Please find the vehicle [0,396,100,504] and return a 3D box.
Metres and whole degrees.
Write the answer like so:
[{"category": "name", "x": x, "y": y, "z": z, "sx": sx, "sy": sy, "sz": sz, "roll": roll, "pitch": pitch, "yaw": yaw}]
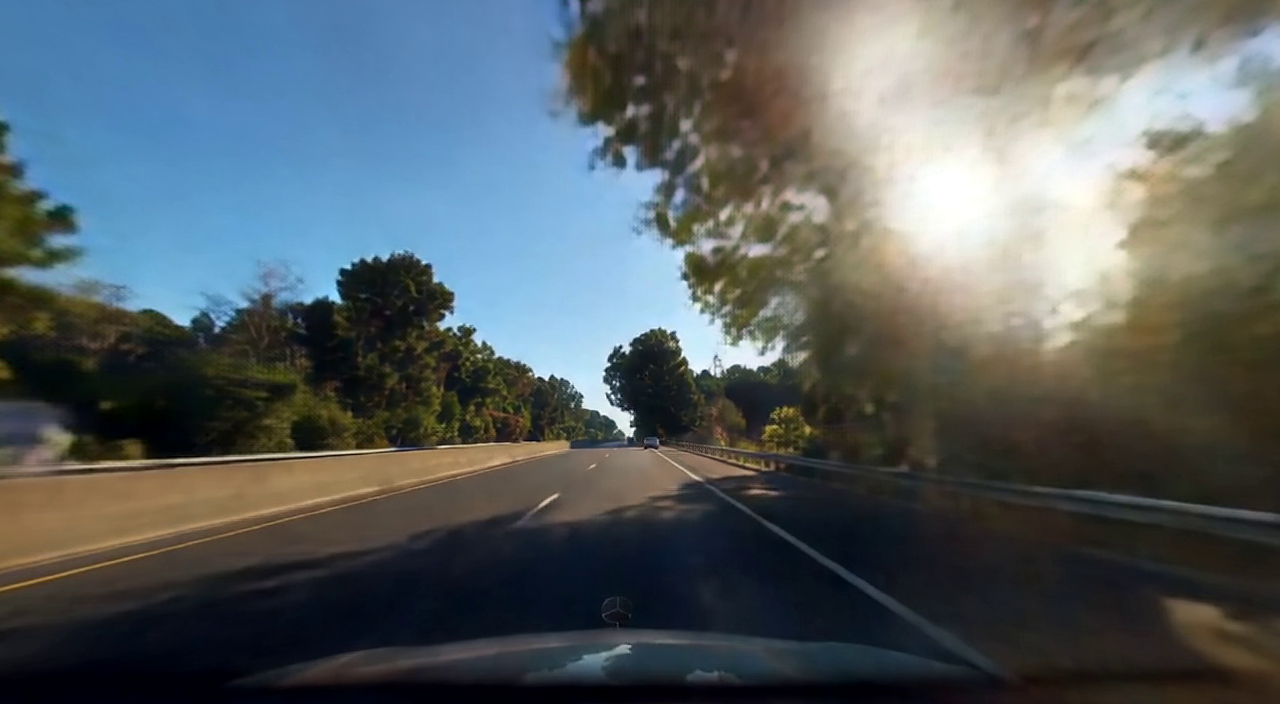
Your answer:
[{"category": "vehicle", "x": -16.609, "y": 2.269, "z": 14.464, "sx": 2.461, "sy": 2.573, "sz": 6.713, "roll": 0, "pitch": -8, "yaw": 0}]
